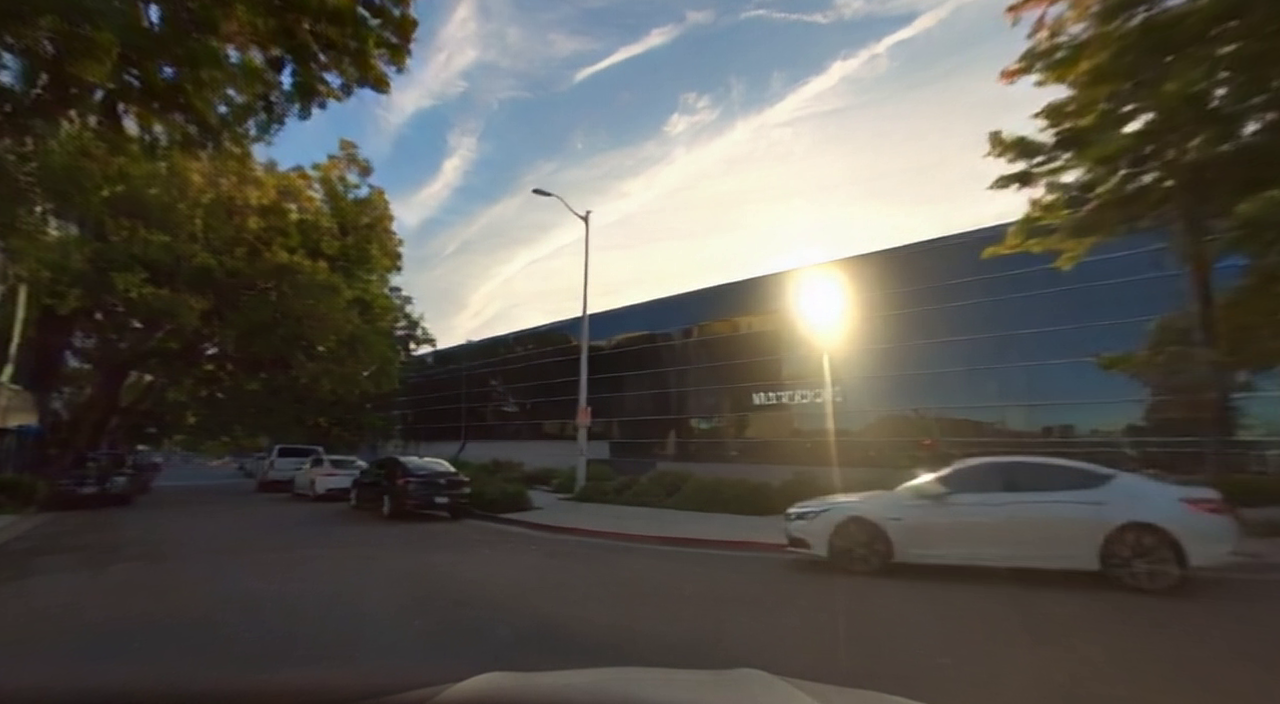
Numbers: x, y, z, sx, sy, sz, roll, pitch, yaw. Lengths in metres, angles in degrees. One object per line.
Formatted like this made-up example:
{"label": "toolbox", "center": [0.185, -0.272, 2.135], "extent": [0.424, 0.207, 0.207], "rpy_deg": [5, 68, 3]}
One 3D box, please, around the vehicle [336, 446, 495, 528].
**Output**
{"label": "vehicle", "center": [-5.003, 2.870, 13.735], "extent": [1.889, 1.482, 4.118], "rpy_deg": [9, -13, -38]}

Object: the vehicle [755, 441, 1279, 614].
{"label": "vehicle", "center": [3.749, 1.752, 6.863], "extent": [4.770, 1.448, 1.983], "rpy_deg": [-2, -11, 14]}

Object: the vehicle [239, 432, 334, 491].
{"label": "vehicle", "center": [-13.621, 4.204, 24.110], "extent": [2.242, 1.972, 4.898], "rpy_deg": [9, -13, -37]}

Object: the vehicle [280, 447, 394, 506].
{"label": "vehicle", "center": [-8.945, 3.601, 18.427], "extent": [1.815, 1.479, 4.498], "rpy_deg": [9, -14, -39]}

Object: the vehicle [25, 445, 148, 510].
{"label": "vehicle", "center": [-14.491, 3.297, 16.758], "extent": [2.018, 1.461, 4.413], "rpy_deg": [8, -13, -37]}
